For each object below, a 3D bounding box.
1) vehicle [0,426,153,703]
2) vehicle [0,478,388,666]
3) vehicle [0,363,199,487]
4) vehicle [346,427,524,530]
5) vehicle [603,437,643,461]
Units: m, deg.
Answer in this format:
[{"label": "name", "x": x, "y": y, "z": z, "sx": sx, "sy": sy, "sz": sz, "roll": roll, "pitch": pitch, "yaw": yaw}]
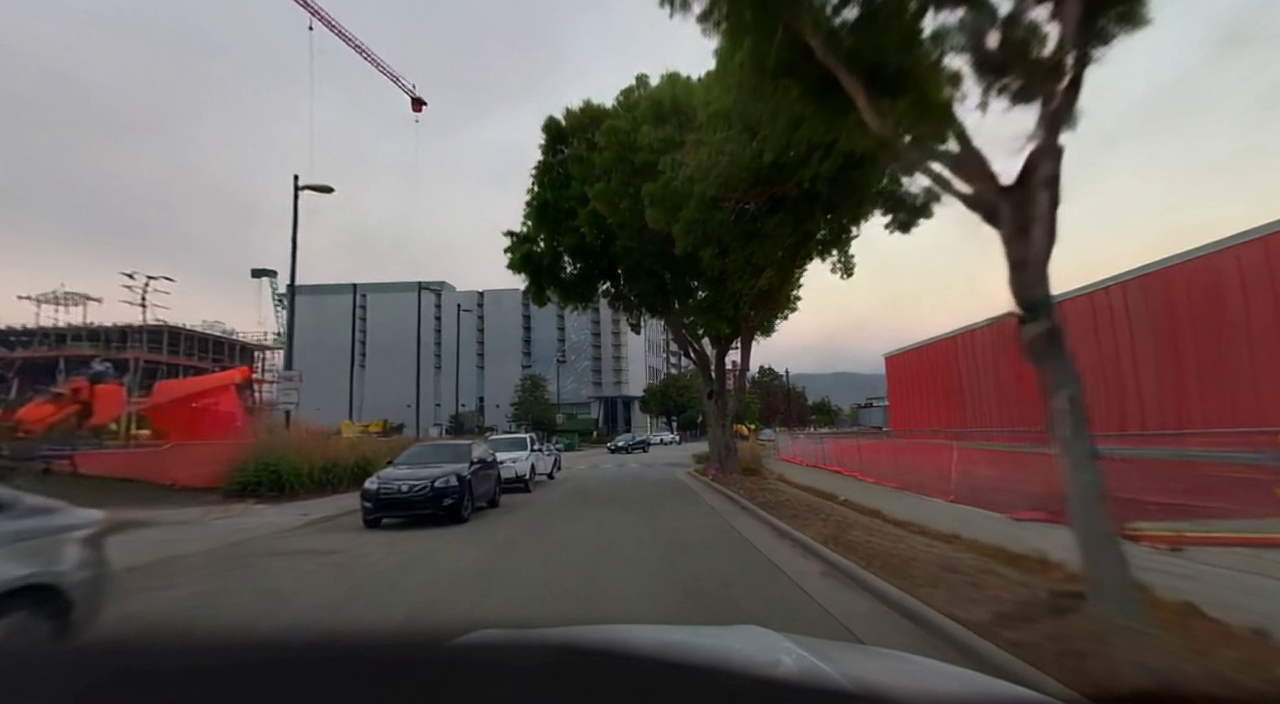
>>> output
[{"label": "vehicle", "x": -3.911, "y": 0.900, "z": 1.532, "sx": 1.948, "sy": 1.460, "sz": 4.394, "roll": 0, "pitch": -8, "yaw": 0}, {"label": "vehicle", "x": -3.977, "y": 1.817, "z": 5.957, "sx": 1.741, "sy": 0.964, "sz": 3.497, "roll": -1, "pitch": -7, "yaw": 0}, {"label": "vehicle", "x": -13.602, "y": 1.636, "z": 13.981, "sx": 6.039, "sy": 2.449, "sz": 2.273, "roll": -1, "pitch": -8, "yaw": 5}, {"label": "vehicle", "x": -3.708, "y": 2.330, "z": 12.317, "sx": 1.980, "sy": 1.635, "sz": 4.153, "roll": 0, "pitch": -8, "yaw": 1}, {"label": "vehicle", "x": -1.169, "y": 7.036, "z": 45.851, "sx": 1.967, "sy": 1.646, "sz": 4.192, "roll": -2, "pitch": -8, "yaw": 11}]
